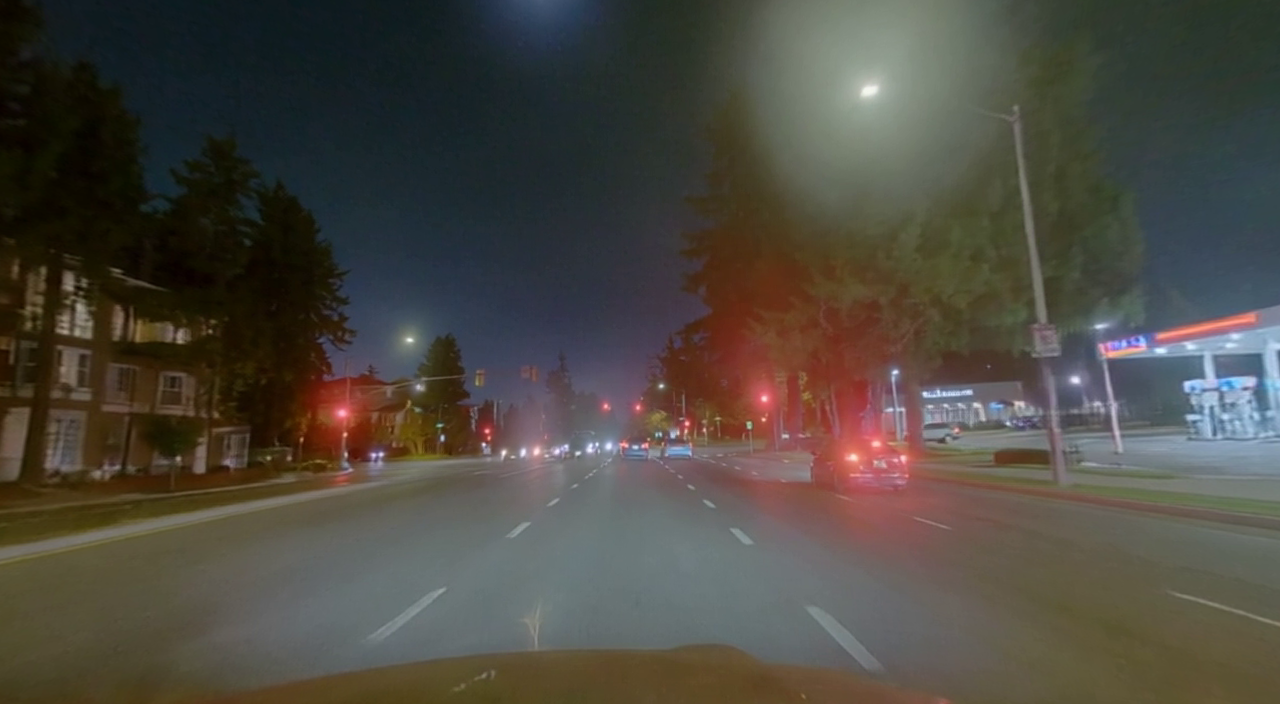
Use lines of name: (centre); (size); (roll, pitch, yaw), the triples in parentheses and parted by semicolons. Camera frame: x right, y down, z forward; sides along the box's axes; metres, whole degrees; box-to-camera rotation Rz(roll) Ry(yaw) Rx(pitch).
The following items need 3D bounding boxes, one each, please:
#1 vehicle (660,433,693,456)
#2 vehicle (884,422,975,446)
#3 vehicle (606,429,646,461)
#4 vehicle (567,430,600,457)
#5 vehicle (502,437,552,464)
vehicle: (2.721, 7.018, 47.884); (2.103, 1.647, 4.318); (0, -8, -2)
vehicle: (18.001, 5.114, 39.266); (4.660, 1.462, 2.034); (0, -8, 0)
vehicle: (-0.757, 5.348, 36.245); (2.146, 1.742, 4.095); (0, -8, 0)
vehicle: (-4.006, 6.608, 45.284); (2.139, 1.851, 3.970); (0, -8, -2)
vehicle: (-6.357, 5.594, 35.977); (2.033, 1.442, 4.668); (0, -8, -1)
